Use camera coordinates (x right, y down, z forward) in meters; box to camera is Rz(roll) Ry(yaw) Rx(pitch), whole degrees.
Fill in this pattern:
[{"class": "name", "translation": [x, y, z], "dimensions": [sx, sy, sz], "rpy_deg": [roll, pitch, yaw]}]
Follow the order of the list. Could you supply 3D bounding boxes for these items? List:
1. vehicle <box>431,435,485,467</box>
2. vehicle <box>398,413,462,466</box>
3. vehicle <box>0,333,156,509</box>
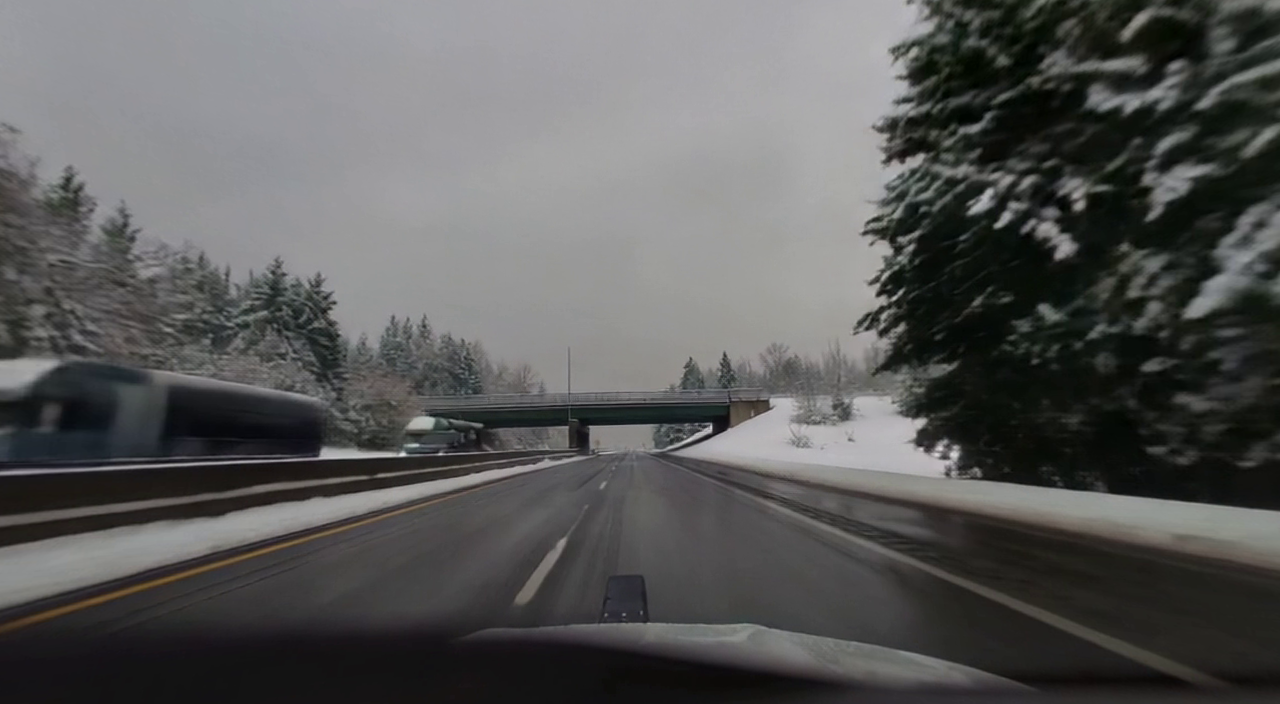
[{"class": "vehicle", "translation": [-11.959, 6.574, 41.808], "dimensions": [2.118, 1.943, 5.285], "rpy_deg": [0, -9, -1]}, {"class": "vehicle", "translation": [-16.492, 7.008, 49.951], "dimensions": [3.008, 3.916, 5.886], "rpy_deg": [0, -9, -1]}, {"class": "vehicle", "translation": [-16.242, 1.856, 16.232], "dimensions": [2.910, 4.025, 5.493], "rpy_deg": [0, -9, -1]}]
